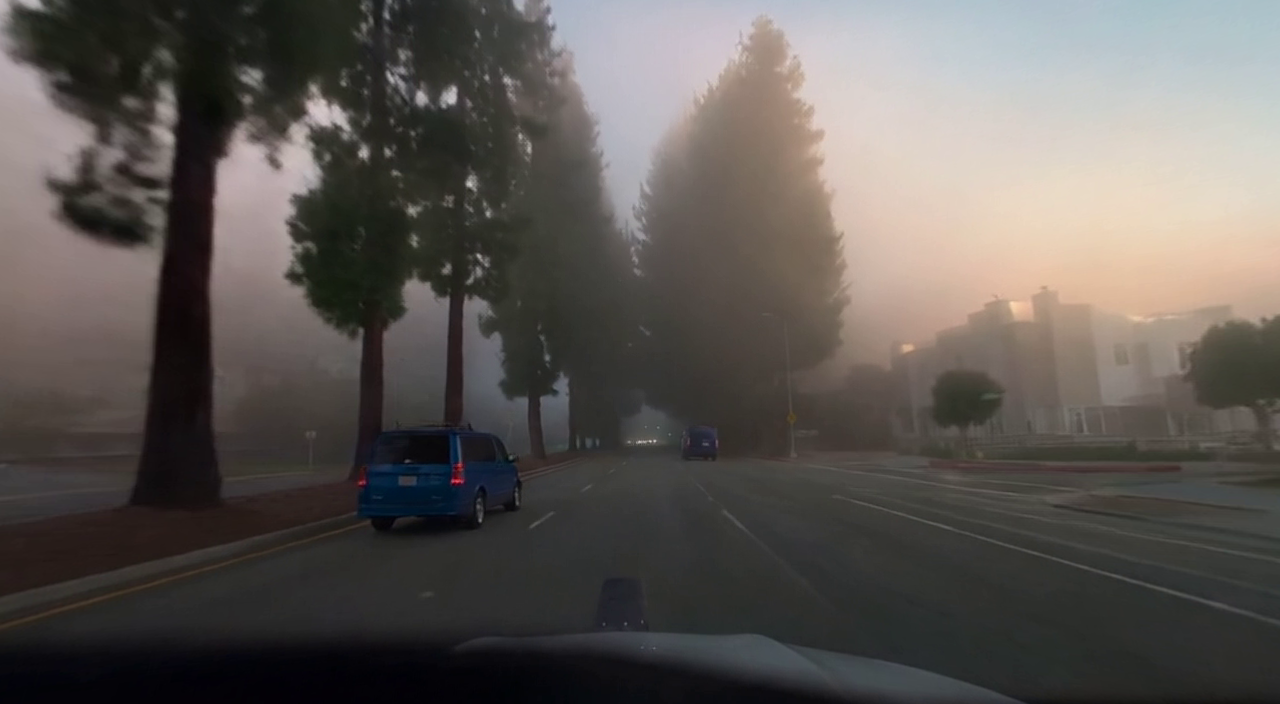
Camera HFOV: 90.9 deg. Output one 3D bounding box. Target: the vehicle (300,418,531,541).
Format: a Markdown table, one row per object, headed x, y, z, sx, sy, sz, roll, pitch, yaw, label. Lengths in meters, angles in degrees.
| x | y | z | sx | sy | sz | roll | pitch | yaw | label |
| --- | --- | --- | --- | --- | --- | --- | --- | --- | --- |
| -3.377 | 2.024 | 10.668 | 2.129 | 1.602 | 4.532 | 0 | -8 | 2 | vehicle |

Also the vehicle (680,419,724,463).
| x | y | z | sx | sy | sz | roll | pitch | yaw | label |
| --- | --- | --- | --- | --- | --- | --- | --- | --- | --- |
| 3.958 | 5.863 | 41.284 | 2.349 | 2.671 | 5.744 | 0 | -8 | 0 | vehicle |
